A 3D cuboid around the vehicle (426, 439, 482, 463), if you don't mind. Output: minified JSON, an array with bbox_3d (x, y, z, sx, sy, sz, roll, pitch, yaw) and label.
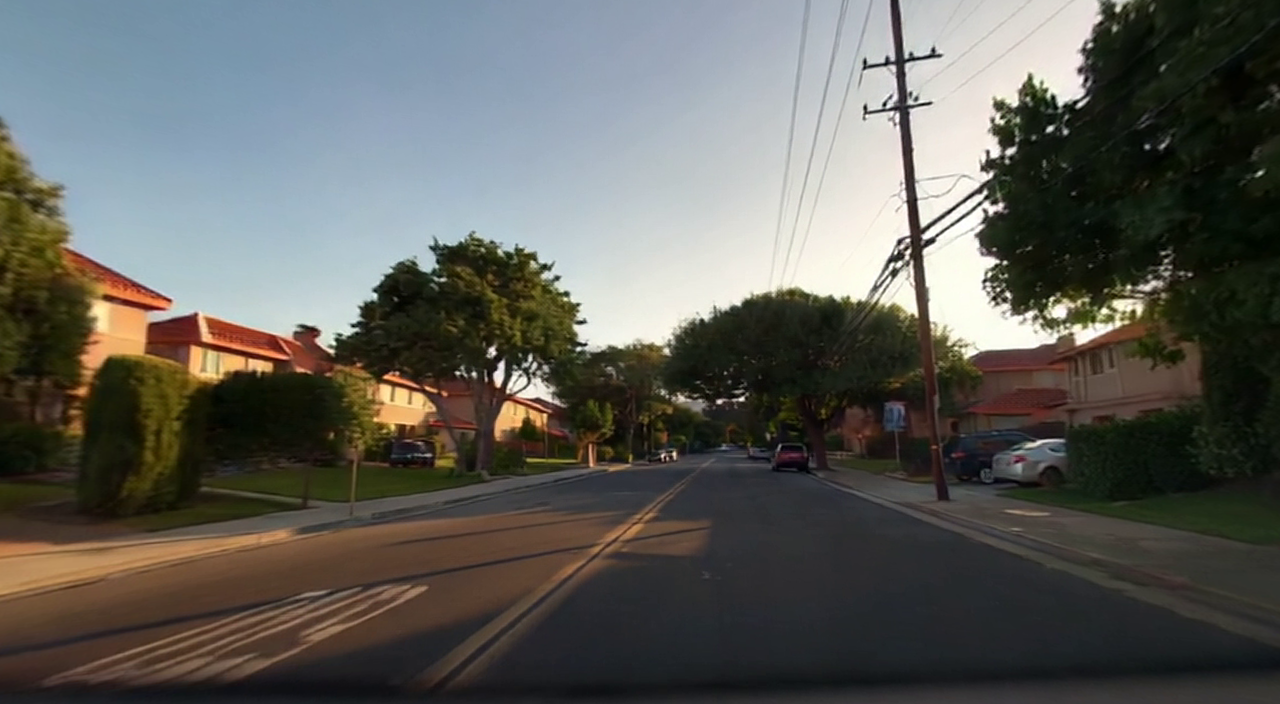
[{"bbox_3d":[-14.527,7.806,49.620,2.139,1.746,5.099,-3,-10,10],"label":"vehicle"}]

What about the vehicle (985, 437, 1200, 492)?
[{"bbox_3d":[13.075,3.276,18.576,4.625,1.501,2.011,-1,-9,8],"label":"vehicle"}]

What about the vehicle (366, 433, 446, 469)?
[{"bbox_3d":[-12.892,5.521,35.228,2.034,1.829,5.161,-1,-9,6],"label":"vehicle"}]

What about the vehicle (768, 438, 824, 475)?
[{"bbox_3d":[8.465,5.731,34.773,2.114,1.858,5.144,-1,-9,4],"label":"vehicle"}]
